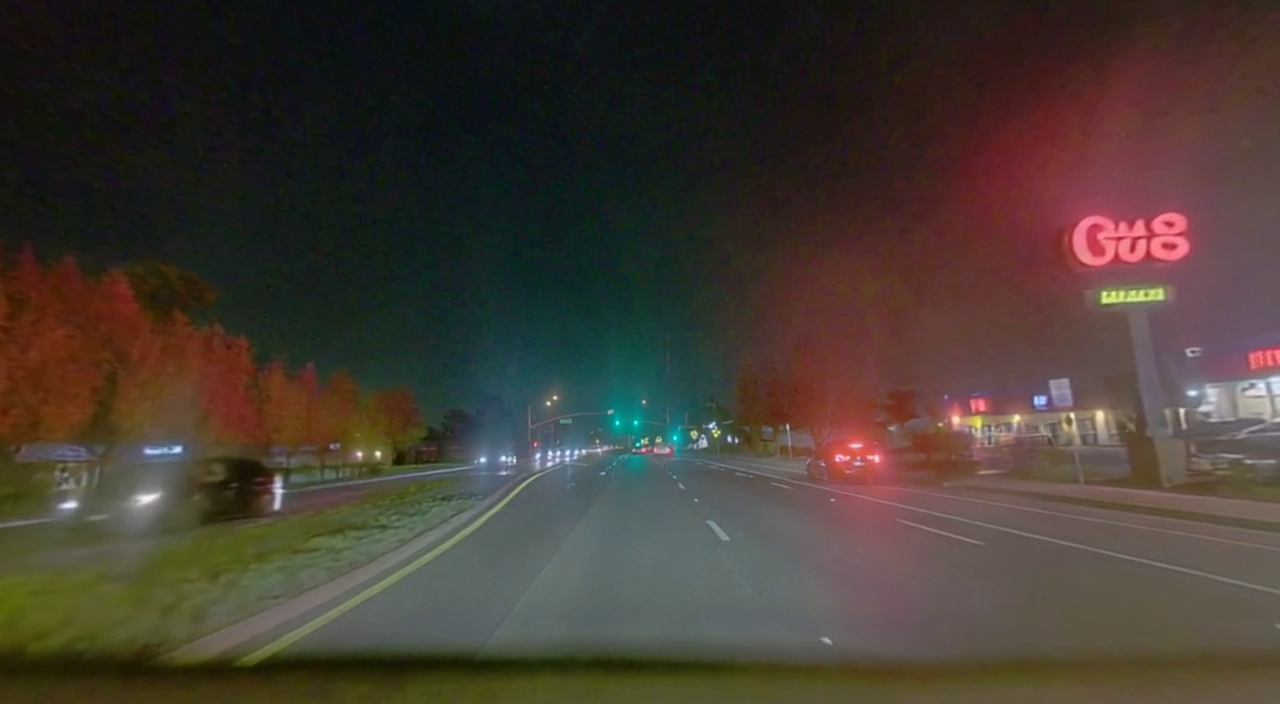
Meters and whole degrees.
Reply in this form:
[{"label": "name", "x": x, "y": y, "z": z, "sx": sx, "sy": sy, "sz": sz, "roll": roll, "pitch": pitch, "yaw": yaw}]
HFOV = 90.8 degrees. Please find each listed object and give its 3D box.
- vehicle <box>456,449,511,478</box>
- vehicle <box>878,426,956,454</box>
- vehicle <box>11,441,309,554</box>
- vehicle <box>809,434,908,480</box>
[{"label": "vehicle", "x": -8.591, "y": 6.133, "z": 35.085, "sx": 1.888, "sy": 1.454, "sz": 4.420, "roll": 0, "pitch": -8, "yaw": 0}, {"label": "vehicle", "x": 21.342, "y": 6.794, "z": 48.690, "sx": 5.151, "sy": 1.780, "sz": 2.146, "roll": -9, "pitch": -9, "yaw": 27}, {"label": "vehicle", "x": -8.579, "y": 2.567, "z": 11.998, "sx": 2.113, "sy": 1.703, "sz": 4.459, "roll": 0, "pitch": -8, "yaw": 0}, {"label": "vehicle", "x": 9.320, "y": 4.546, "z": 27.570, "sx": 2.358, "sy": 1.785, "sz": 5.404, "roll": 0, "pitch": -8, "yaw": 0}]
